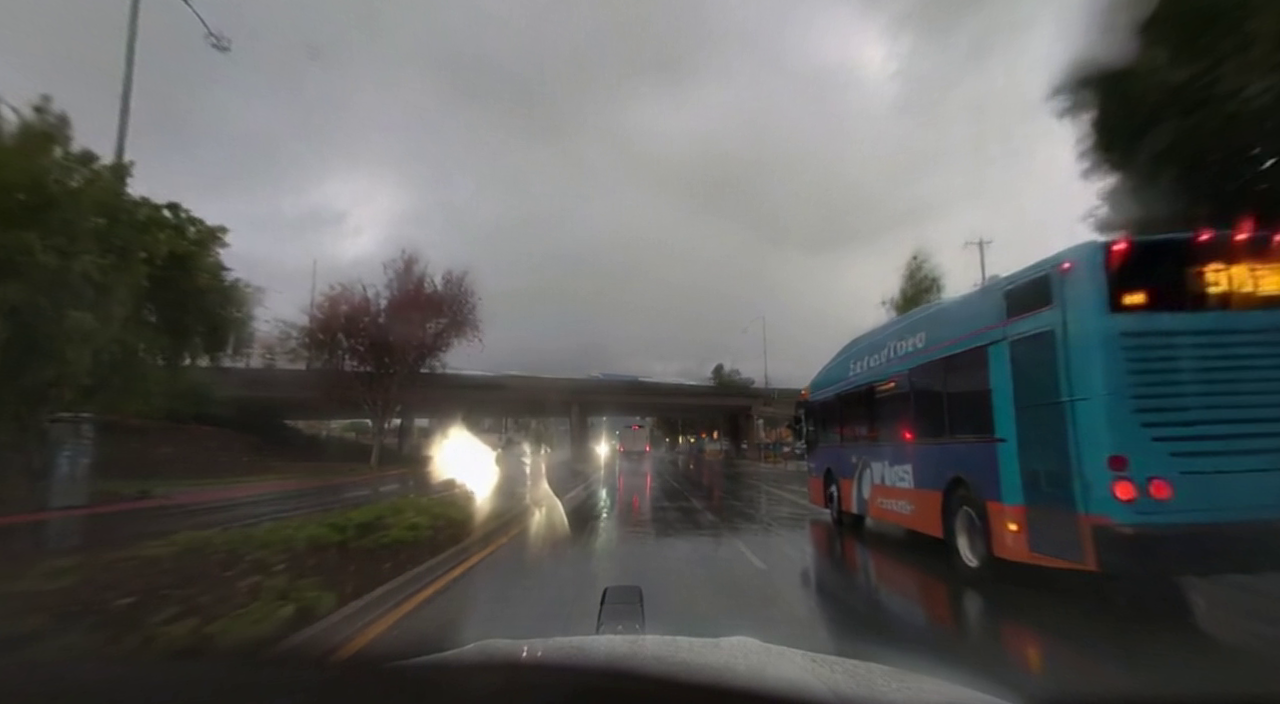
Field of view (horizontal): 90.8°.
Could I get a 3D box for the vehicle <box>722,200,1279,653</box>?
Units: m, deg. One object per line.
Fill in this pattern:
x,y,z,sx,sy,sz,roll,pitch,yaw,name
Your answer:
4.268,1.460,11.334,3.043,3.162,13.806,0,-8,-3,vehicle
